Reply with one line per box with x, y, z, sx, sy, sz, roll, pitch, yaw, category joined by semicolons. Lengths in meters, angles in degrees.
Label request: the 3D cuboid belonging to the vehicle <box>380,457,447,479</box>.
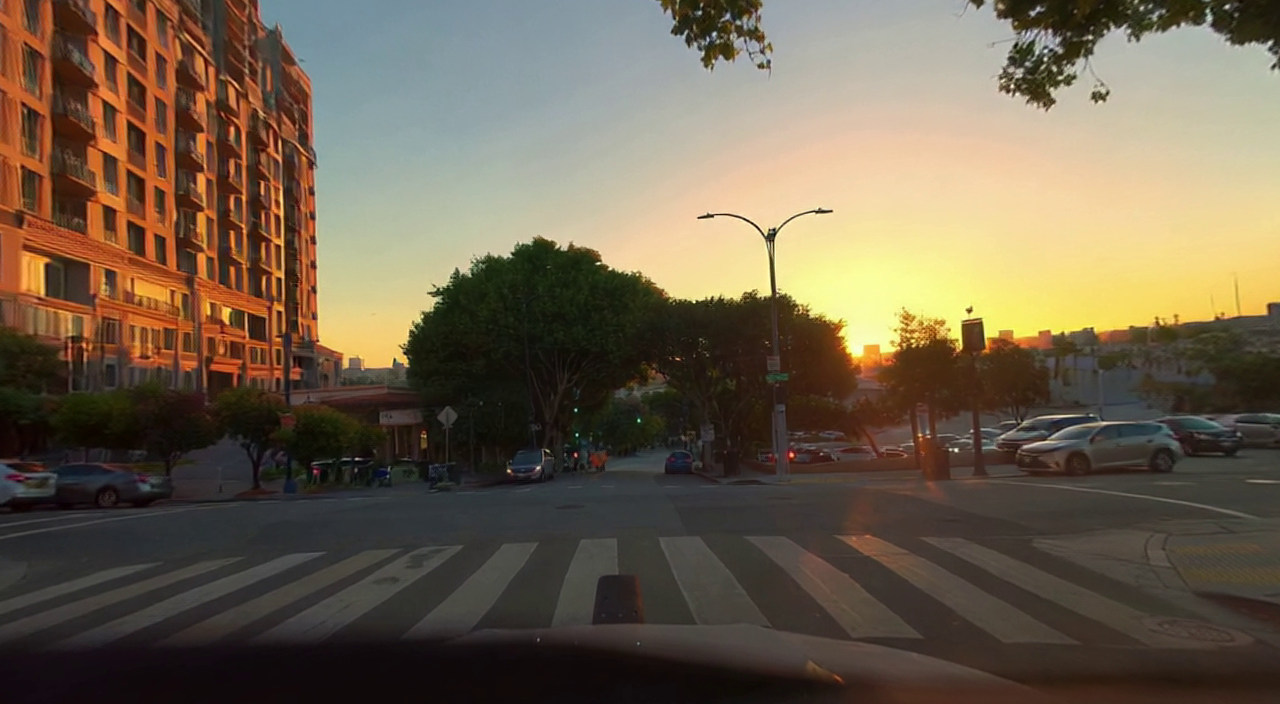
-16.942;8.660;47.378;4.203;1.544;1.889;0;-8;1;vehicle

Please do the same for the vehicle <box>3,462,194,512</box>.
-17.315;4.315;20.373;4.439;1.448;1.793;0;-9;0;vehicle

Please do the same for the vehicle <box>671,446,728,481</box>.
3.231;5.859;33.503;1.942;1.603;3.785;0;-8;22;vehicle

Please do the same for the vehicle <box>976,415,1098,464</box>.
16.744;3.786;26.997;2.041;1.921;4.574;0;-9;-2;vehicle

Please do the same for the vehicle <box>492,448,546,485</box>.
-7.615;7.246;40.252;2.193;1.814;5.061;-9;-8;0;vehicle

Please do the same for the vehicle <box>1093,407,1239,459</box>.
22.306;3.528;27.144;2.137;1.962;4.988;-1;-8;3;vehicle

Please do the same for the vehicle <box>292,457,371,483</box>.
-23.167;8.886;47.493;4.844;1.836;2.117;-1;-8;4;vehicle

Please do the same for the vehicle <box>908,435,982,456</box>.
23.016;7.080;47.772;4.528;1.475;2.070;0;-8;3;vehicle

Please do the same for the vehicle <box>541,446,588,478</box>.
-4.429;6.542;37.712;2.102;1.768;4.290;-1;-10;3;vehicle
